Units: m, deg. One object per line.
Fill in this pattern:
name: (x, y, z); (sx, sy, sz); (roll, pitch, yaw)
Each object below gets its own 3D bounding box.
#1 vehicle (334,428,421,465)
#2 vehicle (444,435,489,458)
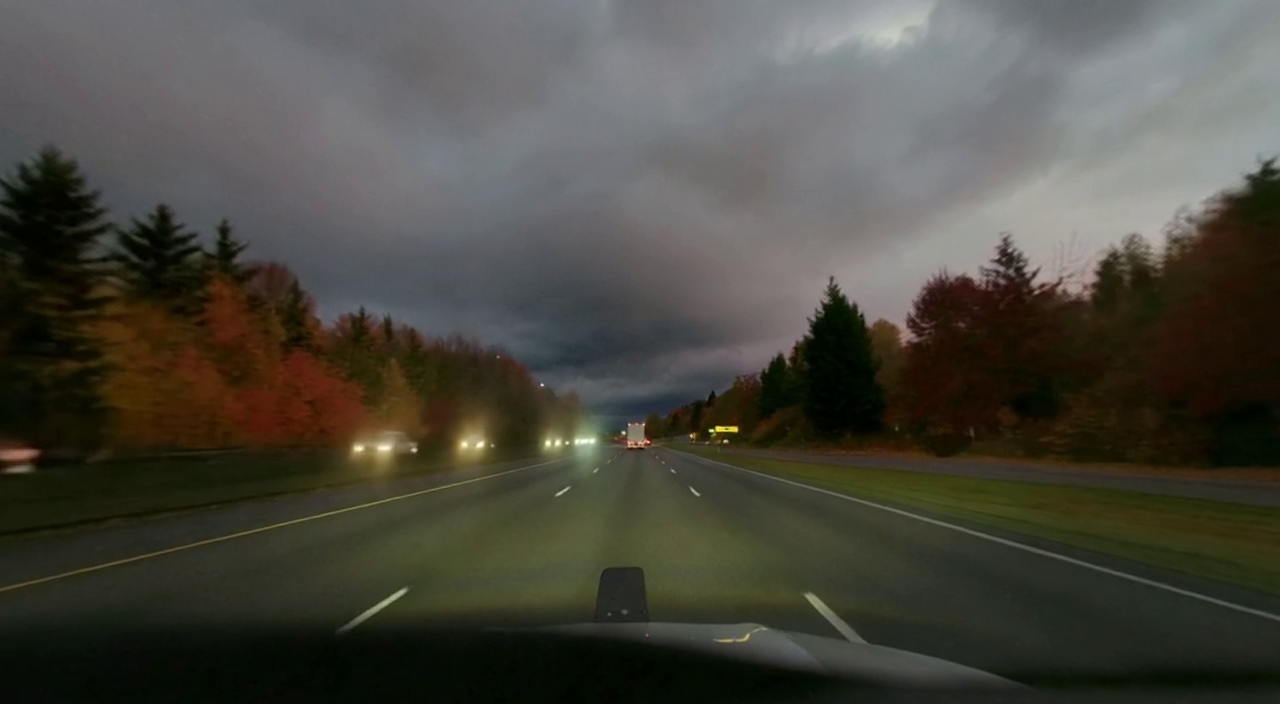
vehicle: (-11.558, 4.200, 28.050); (1.969, 1.543, 4.300); (0, -8, 1)
vehicle: (-11.779, 6.439, 43.072); (1.871, 1.495, 4.368); (0, -8, 0)
